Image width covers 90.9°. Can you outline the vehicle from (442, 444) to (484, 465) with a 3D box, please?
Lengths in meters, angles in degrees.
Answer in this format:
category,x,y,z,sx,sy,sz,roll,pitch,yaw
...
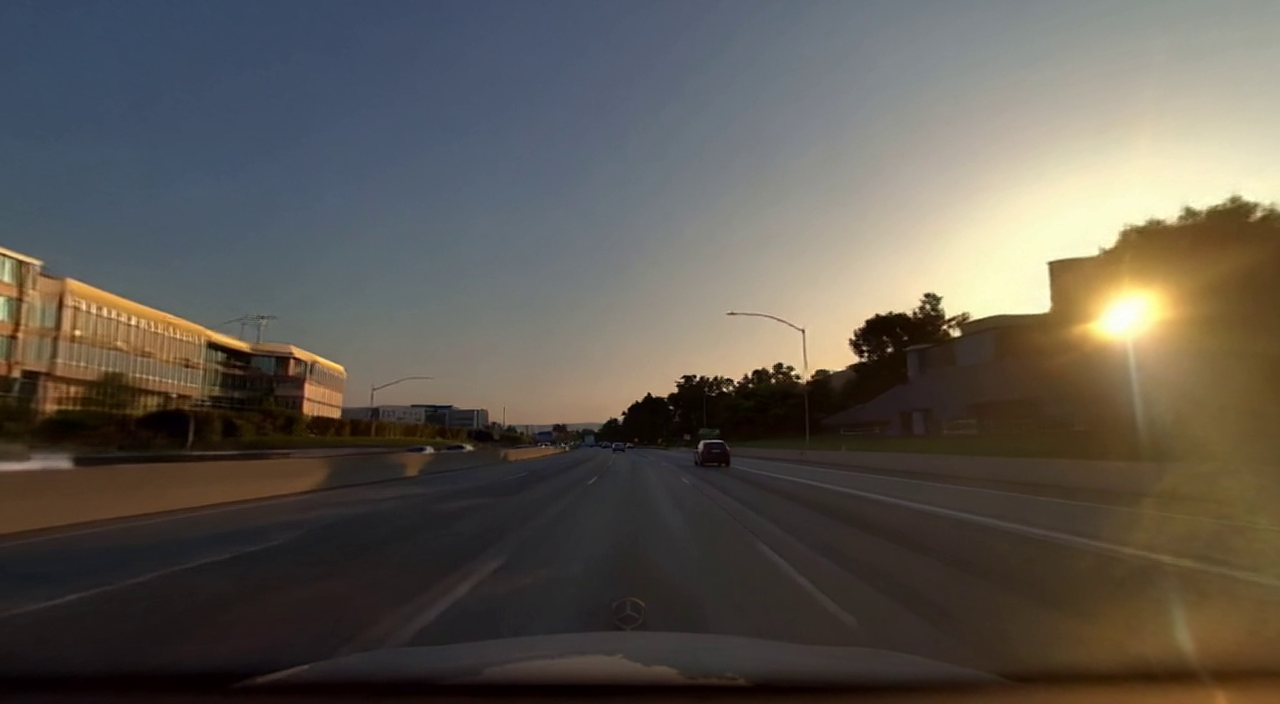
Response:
category,x,y,z,sx,sy,sz,roll,pitch,yaw
vehicle,-13.429,7.813,48.240,1.940,1.482,4.653,0,-9,-1

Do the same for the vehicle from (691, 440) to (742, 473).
category,x,y,z,sx,sy,sz,roll,pitch,yaw
vehicle,3.661,5.071,30.862,1.926,1.477,4.025,0,-8,-1

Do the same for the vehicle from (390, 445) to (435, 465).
category,x,y,z,sx,sy,sz,roll,pitch,yaw
vehicle,-17.401,7.882,48.419,1.871,1.469,4.633,0,-8,-2
